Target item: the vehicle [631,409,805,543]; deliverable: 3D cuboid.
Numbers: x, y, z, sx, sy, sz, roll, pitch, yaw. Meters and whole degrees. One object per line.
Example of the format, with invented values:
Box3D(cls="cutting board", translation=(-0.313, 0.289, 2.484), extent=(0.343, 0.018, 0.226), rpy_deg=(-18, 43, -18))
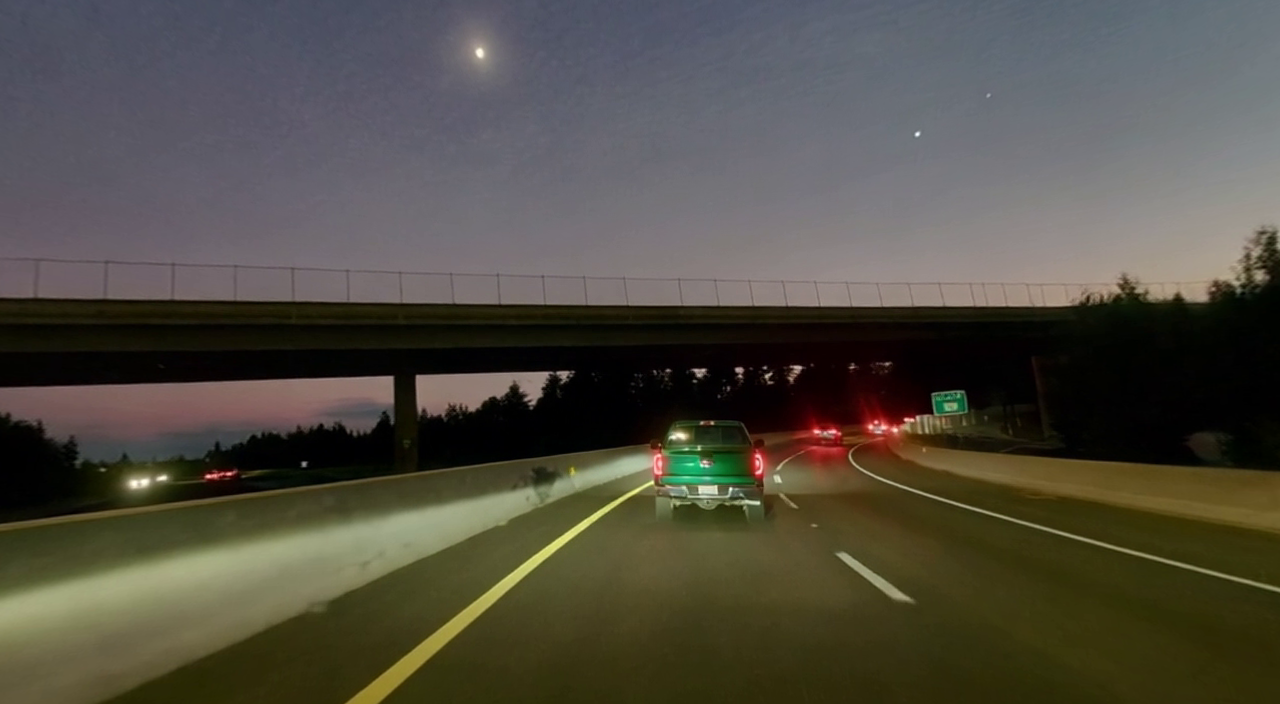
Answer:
Box3D(cls="vehicle", translation=(1.237, 1.937, 10.465), extent=(2.235, 1.716, 4.435), rpy_deg=(-1, -9, 6))
